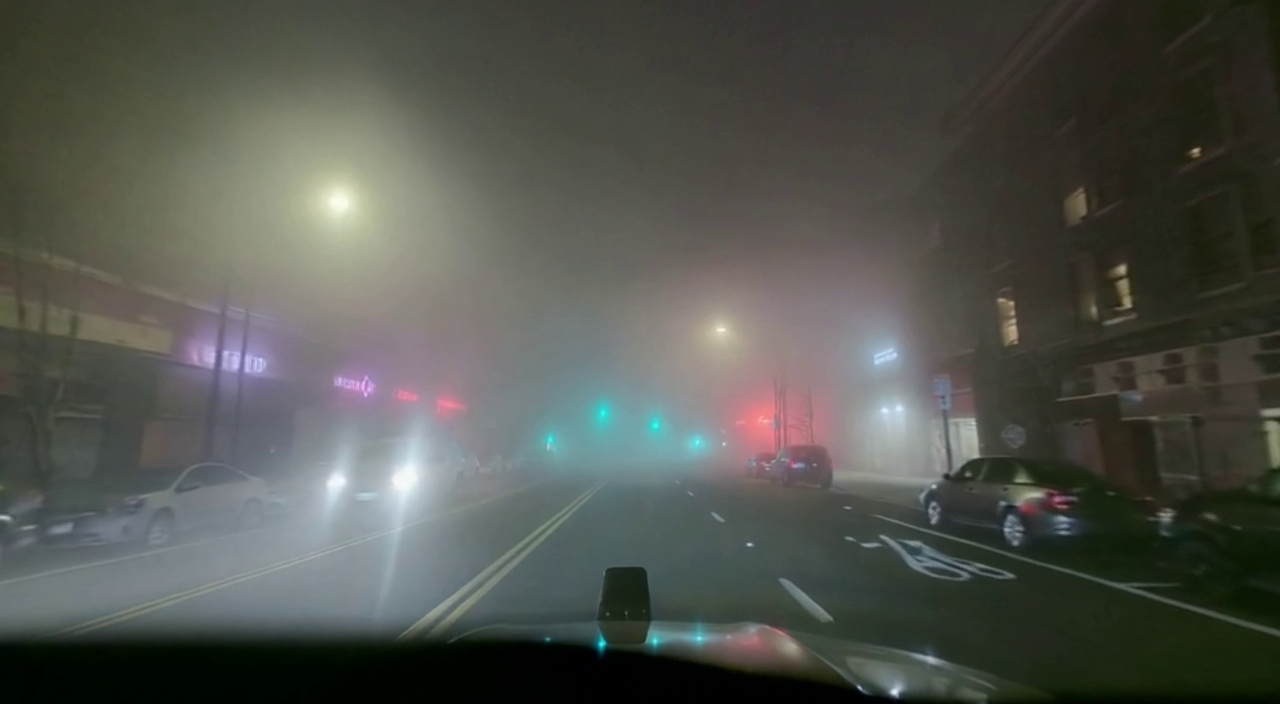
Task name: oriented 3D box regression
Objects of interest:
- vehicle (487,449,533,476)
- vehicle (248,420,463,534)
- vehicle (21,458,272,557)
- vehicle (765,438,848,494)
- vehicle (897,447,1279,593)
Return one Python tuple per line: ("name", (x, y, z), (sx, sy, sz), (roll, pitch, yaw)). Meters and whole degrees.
("vehicle", (-8.550, 7.312, 41.873), (1.961, 1.627, 4.634), (0, -8, 2))
("vehicle", (-5.672, 2.556, 13.572), (2.203, 1.937, 5.133), (0, -9, 0))
("vehicle", (-9.032, 2.858, 12.020), (1.783, 1.512, 3.678), (-1, -11, -1))
("vehicle", (6.081, 4.190, 23.605), (1.922, 1.871, 4.477), (0, -8, 1))
("vehicle", (5.683, 2.079, 8.868), (2.032, 1.466, 4.660), (0, -9, -2))
